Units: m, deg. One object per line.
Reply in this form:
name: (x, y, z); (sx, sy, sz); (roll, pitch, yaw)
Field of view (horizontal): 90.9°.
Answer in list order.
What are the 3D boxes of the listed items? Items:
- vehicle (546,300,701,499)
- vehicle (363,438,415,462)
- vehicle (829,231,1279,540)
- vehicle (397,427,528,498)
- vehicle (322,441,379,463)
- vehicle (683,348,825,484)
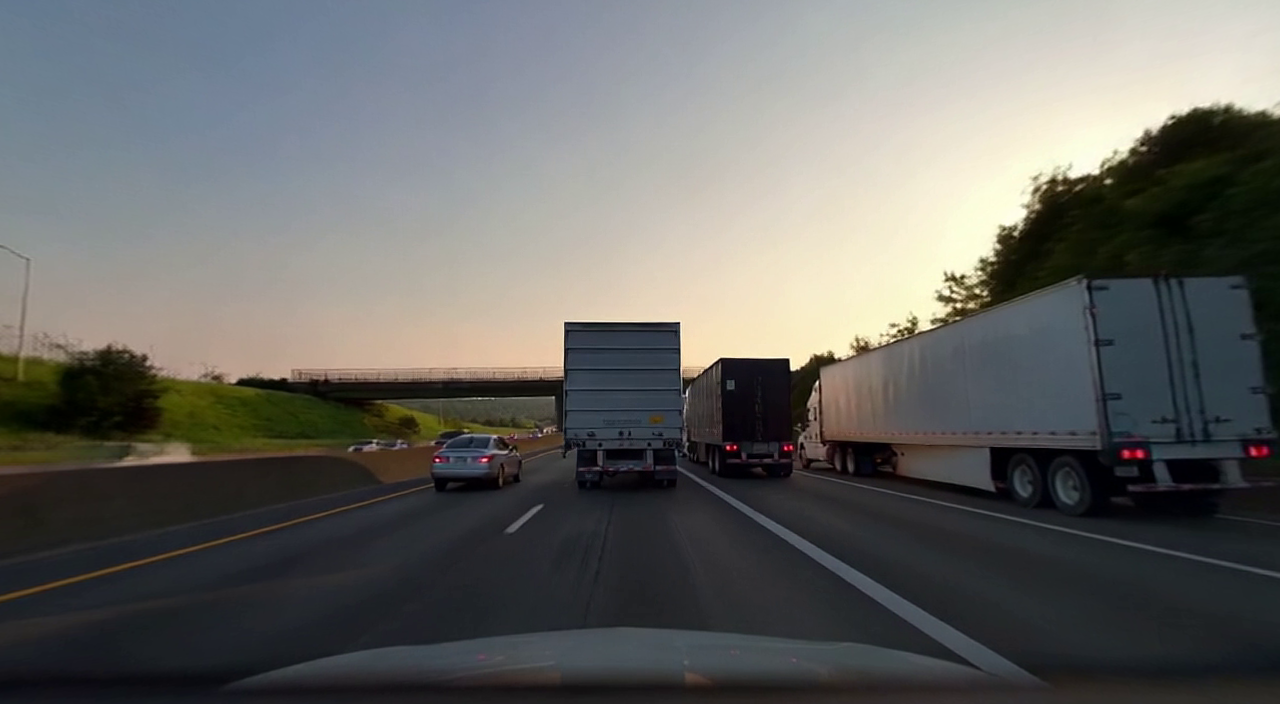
vehicle: (-0.508, 1.647, 18.183); (3.090, 4.065, 10.702); (0, -8, -2)
vehicle: (-16.201, 6.330, 40.892); (1.684, 1.451, 4.061); (0, -8, 0)
vehicle: (8.110, 1.255, 14.878); (3.000, 4.114, 13.063); (0, -8, -1)
vehicle: (-4.095, 2.595, 15.243); (2.049, 1.483, 3.786); (0, -8, 0)
vehicle: (-20.895, 7.191, 45.690); (1.884, 1.460, 4.801); (0, -8, -1)
vehicle: (3.644, 2.583, 23.762); (2.817, 3.886, 11.491); (0, -8, -2)
